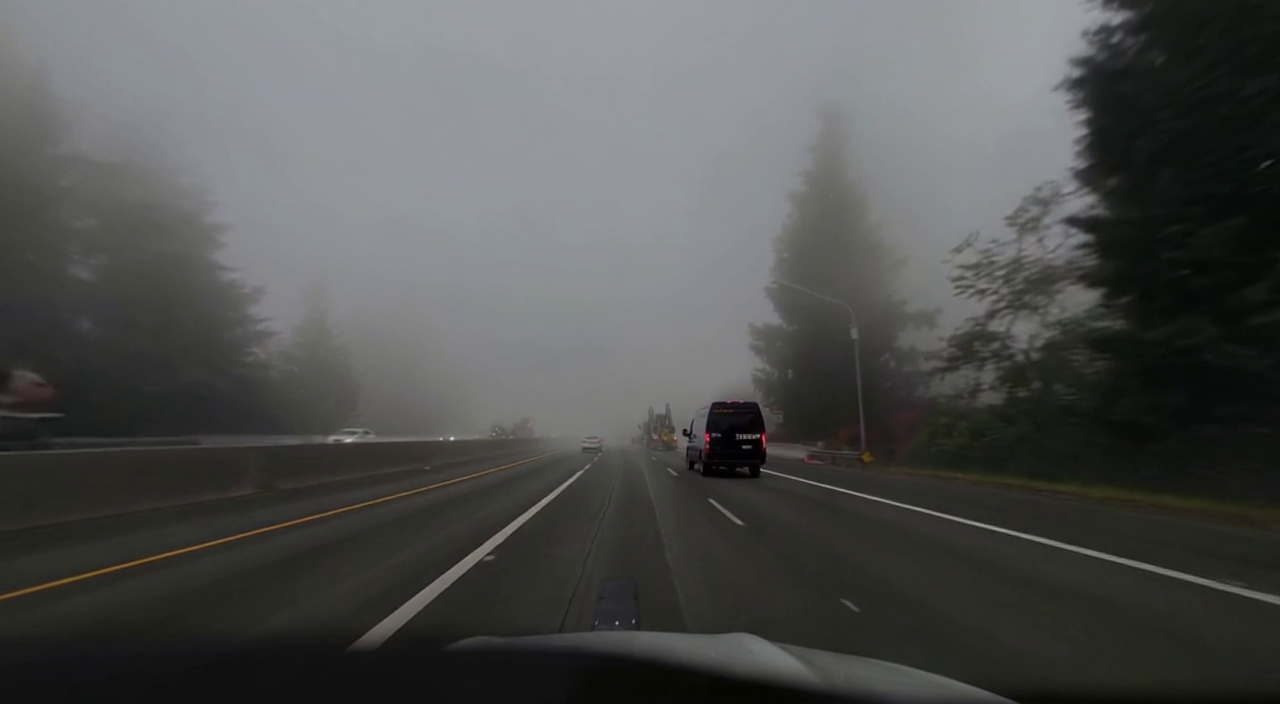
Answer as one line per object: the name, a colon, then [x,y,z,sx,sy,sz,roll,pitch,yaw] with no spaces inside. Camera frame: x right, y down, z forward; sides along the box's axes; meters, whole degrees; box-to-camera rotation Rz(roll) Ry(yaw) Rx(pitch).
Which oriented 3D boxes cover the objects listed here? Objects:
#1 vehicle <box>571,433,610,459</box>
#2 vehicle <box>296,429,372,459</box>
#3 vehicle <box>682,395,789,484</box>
vehicle: [-3.002,5.822,39.160,2.217,1.502,4.222,0,-8,-1]
vehicle: [-16.455,4.942,34.141,1.893,1.494,4.905,1,-8,-3]
vehicle: [2.932,2.906,21.011,2.386,2.509,5.880,0,-8,-2]
